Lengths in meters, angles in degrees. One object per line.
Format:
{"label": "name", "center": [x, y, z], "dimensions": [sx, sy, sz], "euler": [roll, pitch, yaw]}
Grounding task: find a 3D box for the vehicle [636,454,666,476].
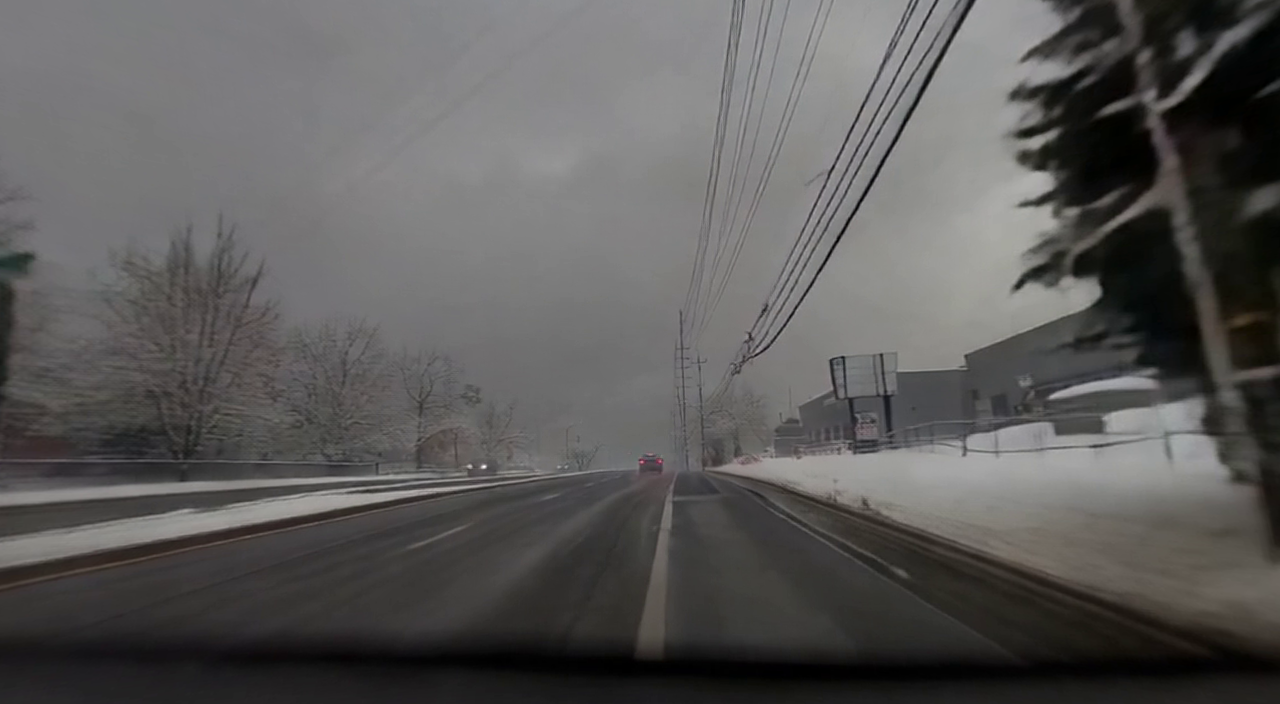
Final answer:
{"label": "vehicle", "center": [0.859, 8.458, 47.264], "dimensions": [2.114, 1.492, 4.453], "euler": [-1, -9, 2]}
